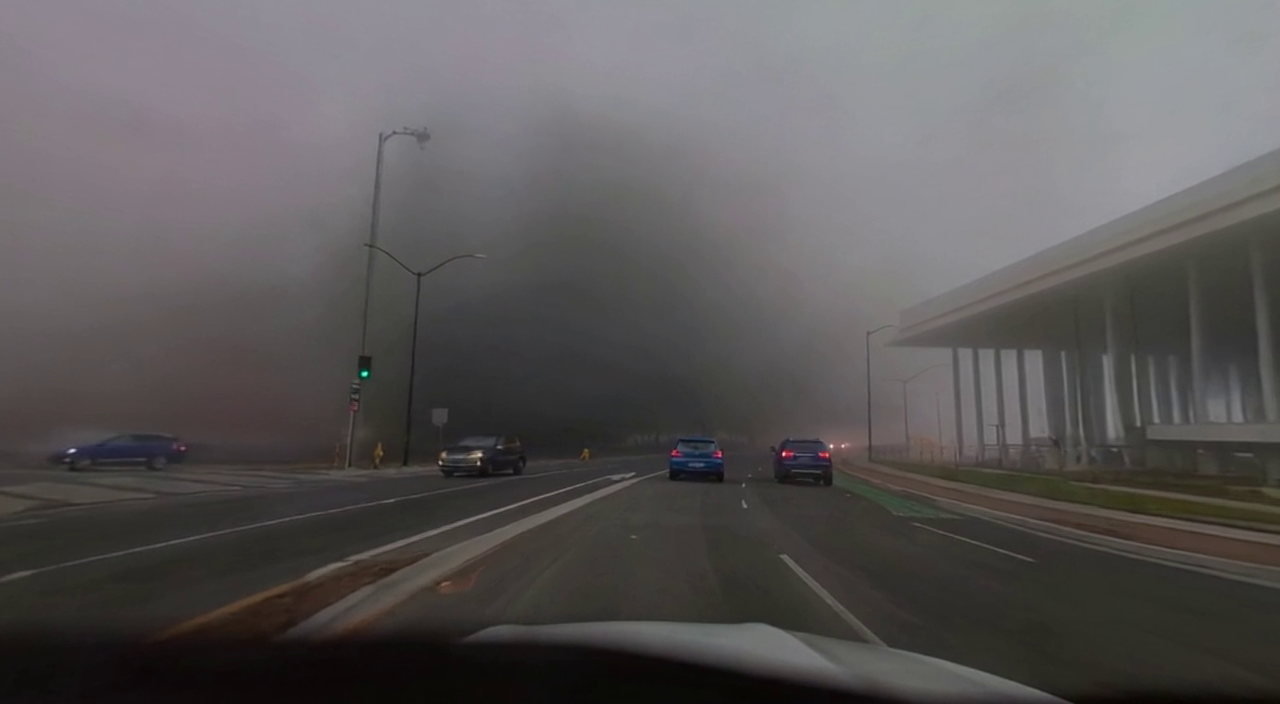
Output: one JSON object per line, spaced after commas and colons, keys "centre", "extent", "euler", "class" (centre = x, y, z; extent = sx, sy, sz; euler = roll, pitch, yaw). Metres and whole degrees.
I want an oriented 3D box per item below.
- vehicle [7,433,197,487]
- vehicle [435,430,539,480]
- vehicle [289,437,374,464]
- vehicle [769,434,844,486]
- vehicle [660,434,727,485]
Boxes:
{"centre": [-16.405, 3.292, 19.333], "extent": [4.351, 1.490, 2.012], "euler": [-2, -9, 11], "class": "vehicle"}
{"centre": [-5.946, 4.080, 25.191], "extent": [2.254, 1.789, 4.736], "euler": [-2, -9, 10], "class": "vehicle"}
{"centre": [-20.635, 6.623, 42.251], "extent": [4.648, 1.697, 1.979], "euler": [-1, -9, 2], "class": "vehicle"}
{"centre": [6.322, 4.153, 24.527], "extent": [2.320, 1.772, 4.872], "euler": [-2, -9, 9], "class": "vehicle"}
{"centre": [2.017, 3.840, 22.731], "extent": [2.132, 1.632, 3.889], "euler": [-2, -9, 8], "class": "vehicle"}
